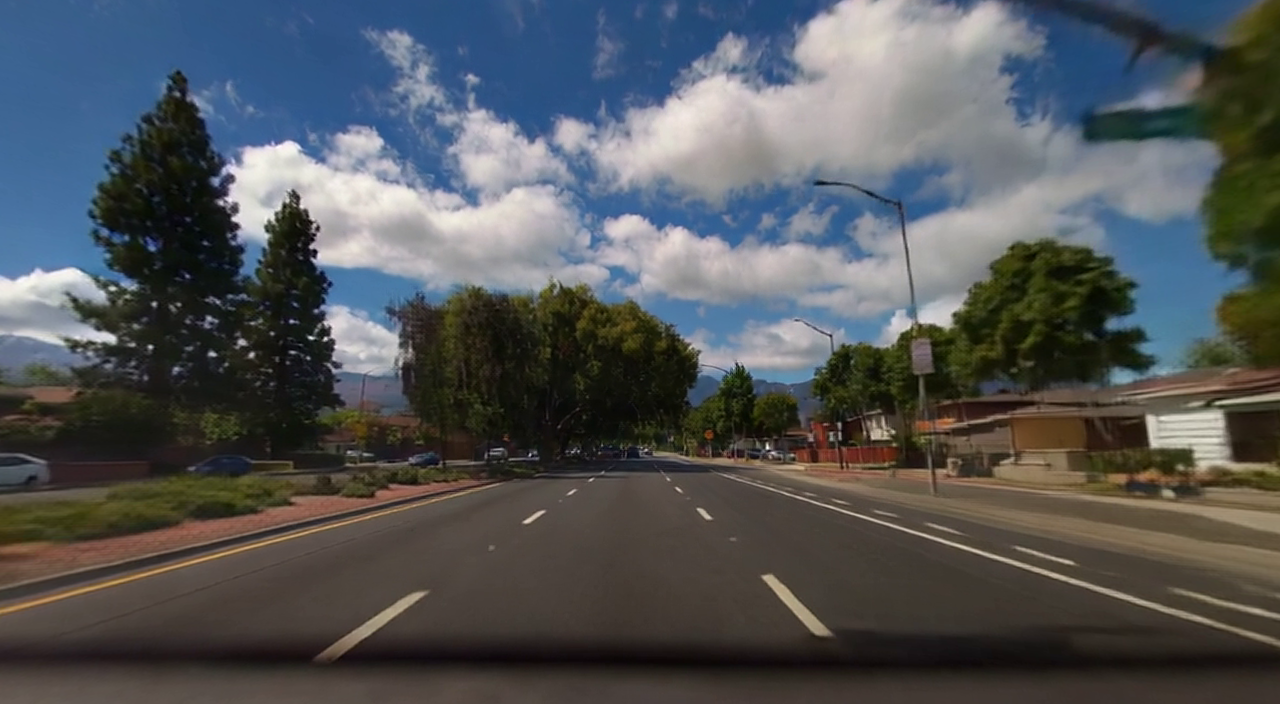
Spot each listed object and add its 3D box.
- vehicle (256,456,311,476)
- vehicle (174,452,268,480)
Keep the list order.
[{"bbox_3d":[-24.947,7.960,44.374,1.637,1.298,3.878,0,-9,0],"label":"vehicle"},{"bbox_3d":[-24.688,6.719,37.487,1.916,1.524,4.993,-1,-9,3],"label":"vehicle"}]
